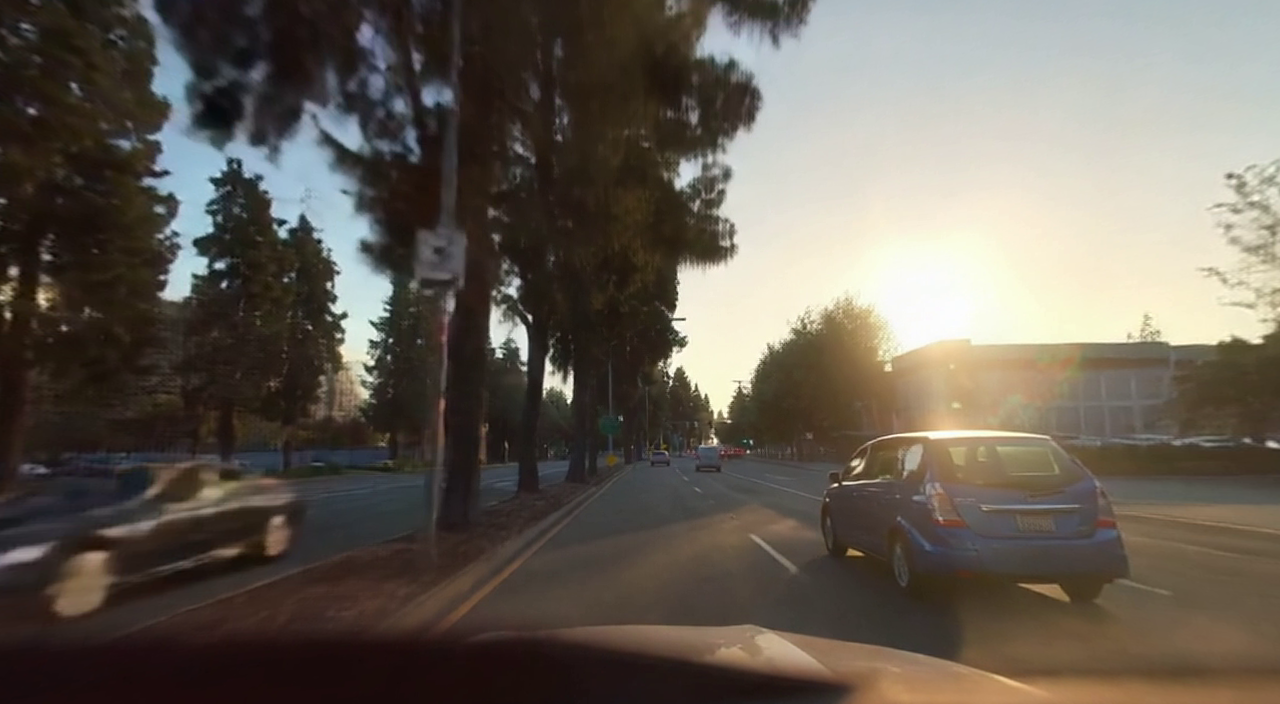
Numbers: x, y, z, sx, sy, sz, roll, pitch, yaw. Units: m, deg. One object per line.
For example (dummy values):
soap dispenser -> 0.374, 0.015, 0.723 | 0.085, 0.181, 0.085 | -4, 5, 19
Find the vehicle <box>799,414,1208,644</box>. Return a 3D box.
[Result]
vehicle -> 3.128, 1.574, 6.594 | 1.901, 1.634, 3.952 | 0, -8, 0

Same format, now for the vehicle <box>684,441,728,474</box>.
vehicle -> 3.925, 6.385, 38.255 | 2.154, 1.844, 4.634 | 0, -8, 0

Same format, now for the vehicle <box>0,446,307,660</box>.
vehicle -> -5.393, 1.657, 6.111 | 1.953, 1.462, 4.297 | 0, -8, 1
